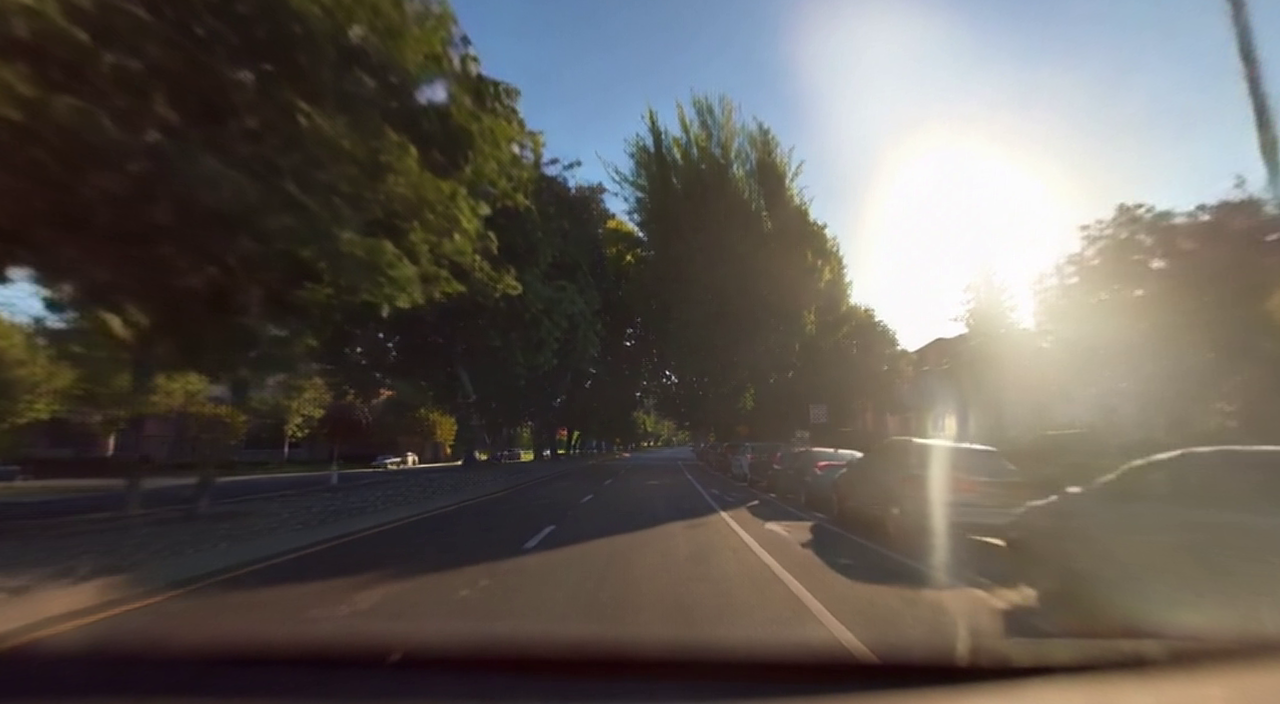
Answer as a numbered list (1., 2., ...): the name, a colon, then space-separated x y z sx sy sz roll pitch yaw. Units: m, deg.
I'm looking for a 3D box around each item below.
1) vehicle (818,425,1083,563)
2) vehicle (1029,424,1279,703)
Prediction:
1. vehicle: 4.125 1.941 9.382 1.825 1.525 4.417 0 -9 2
2. vehicle: 4.164 1.074 2.867 1.930 1.490 4.604 0 -9 1
